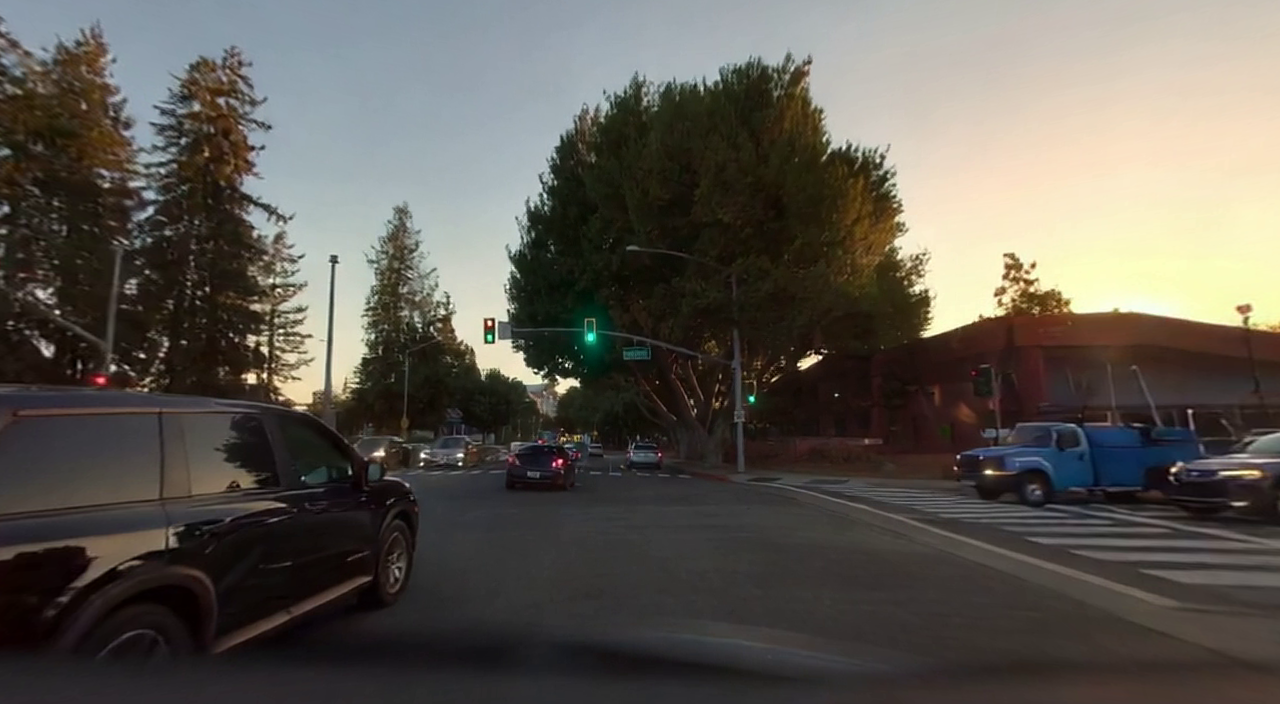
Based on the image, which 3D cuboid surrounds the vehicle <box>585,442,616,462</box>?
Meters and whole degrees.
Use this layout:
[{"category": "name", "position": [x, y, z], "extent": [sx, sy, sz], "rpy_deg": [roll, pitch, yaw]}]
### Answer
[{"category": "vehicle", "position": [-3.025, 7.761, 48.994], "extent": [2.013, 1.474, 4.393], "rpy_deg": [0, -8, 1]}]

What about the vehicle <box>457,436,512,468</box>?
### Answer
[{"category": "vehicle", "position": [-9.456, 6.148, 38.863], "extent": [2.064, 1.799, 5.191], "rpy_deg": [0, -8, 0]}]

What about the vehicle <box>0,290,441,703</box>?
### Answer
[{"category": "vehicle", "position": [-3.082, 0.971, 3.805], "extent": [2.190, 1.766, 4.649], "rpy_deg": [0, -8, 0]}]

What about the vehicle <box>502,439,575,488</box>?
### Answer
[{"category": "vehicle", "position": [-3.410, 3.797, 21.740], "extent": [1.960, 1.528, 3.490], "rpy_deg": [0, -8, -1]}]

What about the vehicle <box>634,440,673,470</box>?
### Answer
[{"category": "vehicle", "position": [0.750, 6.146, 37.647], "extent": [2.163, 1.678, 3.846], "rpy_deg": [0, -8, 0]}]

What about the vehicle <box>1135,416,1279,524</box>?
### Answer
[{"category": "vehicle", "position": [11.710, 1.977, 10.871], "extent": [4.431, 1.663, 2.148], "rpy_deg": [0, -8, 1]}]

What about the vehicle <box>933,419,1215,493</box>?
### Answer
[{"category": "vehicle", "position": [11.978, 2.911, 17.865], "extent": [5.990, 1.899, 2.683], "rpy_deg": [0, -8, 0]}]
